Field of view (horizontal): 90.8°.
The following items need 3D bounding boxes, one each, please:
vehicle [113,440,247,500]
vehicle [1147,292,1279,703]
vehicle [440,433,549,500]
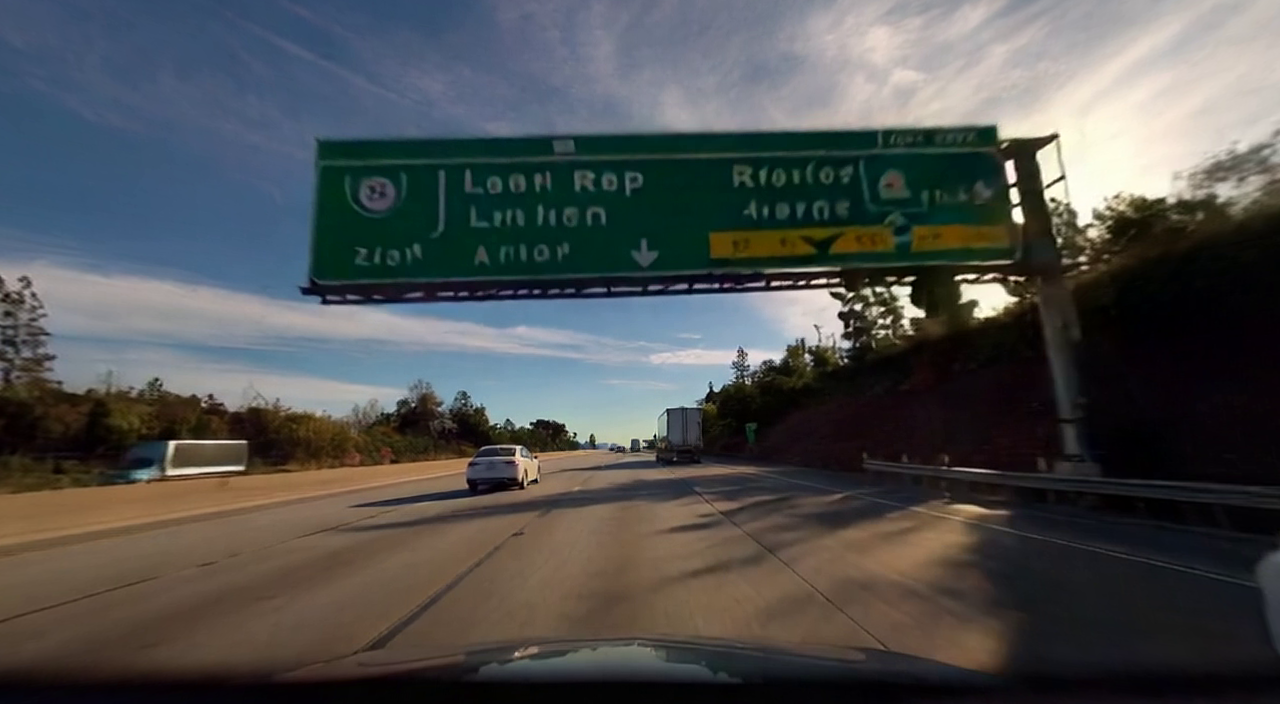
[{"bbox_3d":[-33.034,8.419,46.025,2.948,3.897,8.777,0,-8,0],"label":"vehicle"},{"bbox_3d":[3.382,0.413,0.563,2.065,1.760,4.488,0,-8,0],"label":"vehicle"},{"bbox_3d":[-3.873,3.114,17.696,1.903,1.607,4.770,0,-8,0],"label":"vehicle"}]
